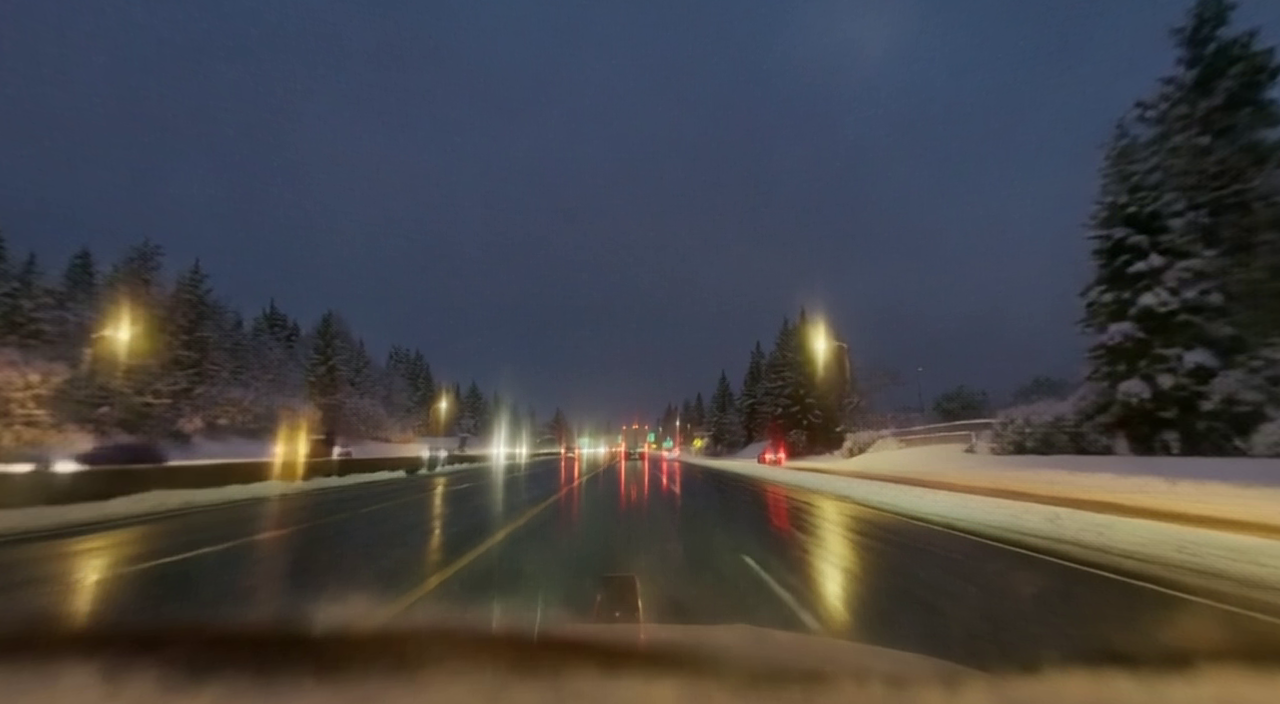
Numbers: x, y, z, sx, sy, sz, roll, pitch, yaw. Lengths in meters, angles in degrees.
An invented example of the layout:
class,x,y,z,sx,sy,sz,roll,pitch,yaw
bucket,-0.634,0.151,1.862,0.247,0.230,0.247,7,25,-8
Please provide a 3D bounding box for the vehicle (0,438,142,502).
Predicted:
class,x,y,z,sx,sy,sz,roll,pitch,yaw
vehicle,-15.877,3.012,16.457,1.982,1.473,4.656,0,-8,0

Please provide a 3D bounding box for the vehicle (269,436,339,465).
class,x,y,z,sx,sy,sz,roll,pitch,yaw
vehicle,-23.085,6.772,43.696,2.068,1.849,4.938,0,-8,0
